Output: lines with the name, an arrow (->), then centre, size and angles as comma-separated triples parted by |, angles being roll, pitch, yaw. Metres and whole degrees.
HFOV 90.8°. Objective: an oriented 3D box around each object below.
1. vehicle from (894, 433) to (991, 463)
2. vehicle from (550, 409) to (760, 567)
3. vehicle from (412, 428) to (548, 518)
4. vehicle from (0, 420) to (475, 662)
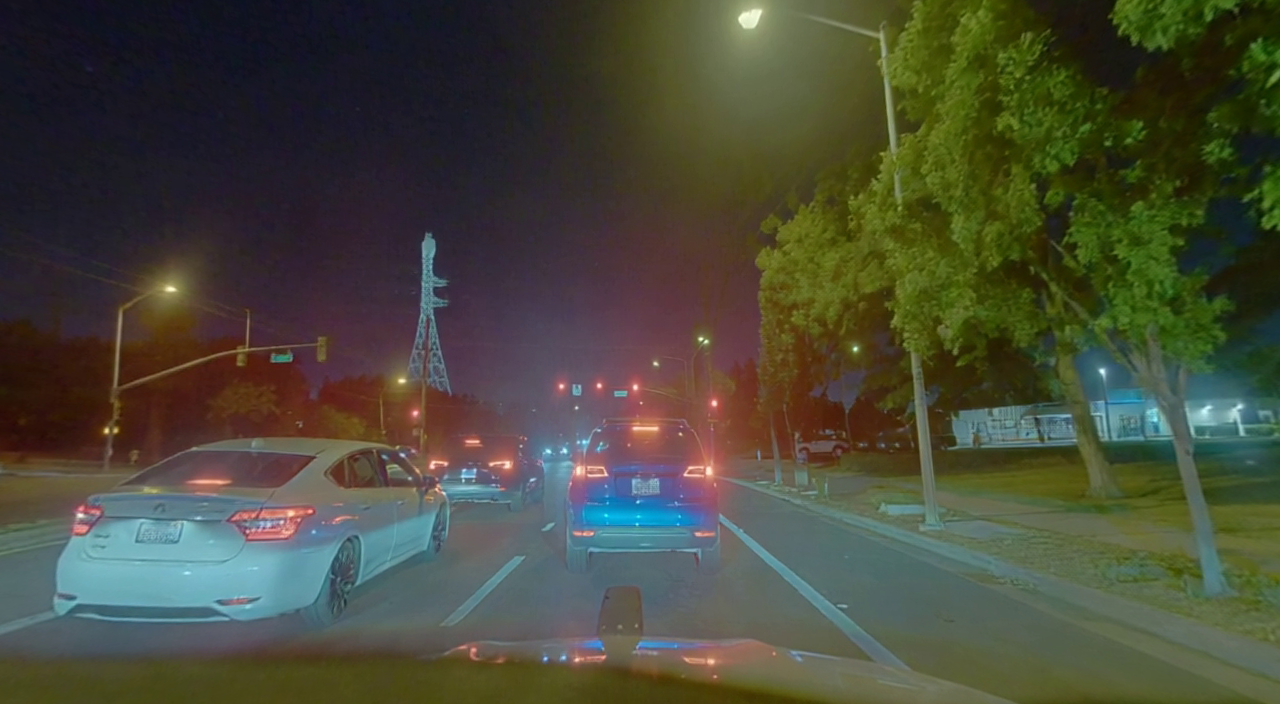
vehicle -> 15.113, 4.802, 31.696 | 3.858, 1.437, 1.899 | 0, -8, -4
vehicle -> 0.095, 1.764, 8.923 | 2.239, 1.661, 4.224 | 0, -8, -2
vehicle -> -3.242, 2.522, 13.665 | 1.997, 1.636, 3.760 | 0, -8, -1
vehicle -> -3.161, 1.497, 6.202 | 1.973, 1.469, 4.448 | 0, -8, -1
